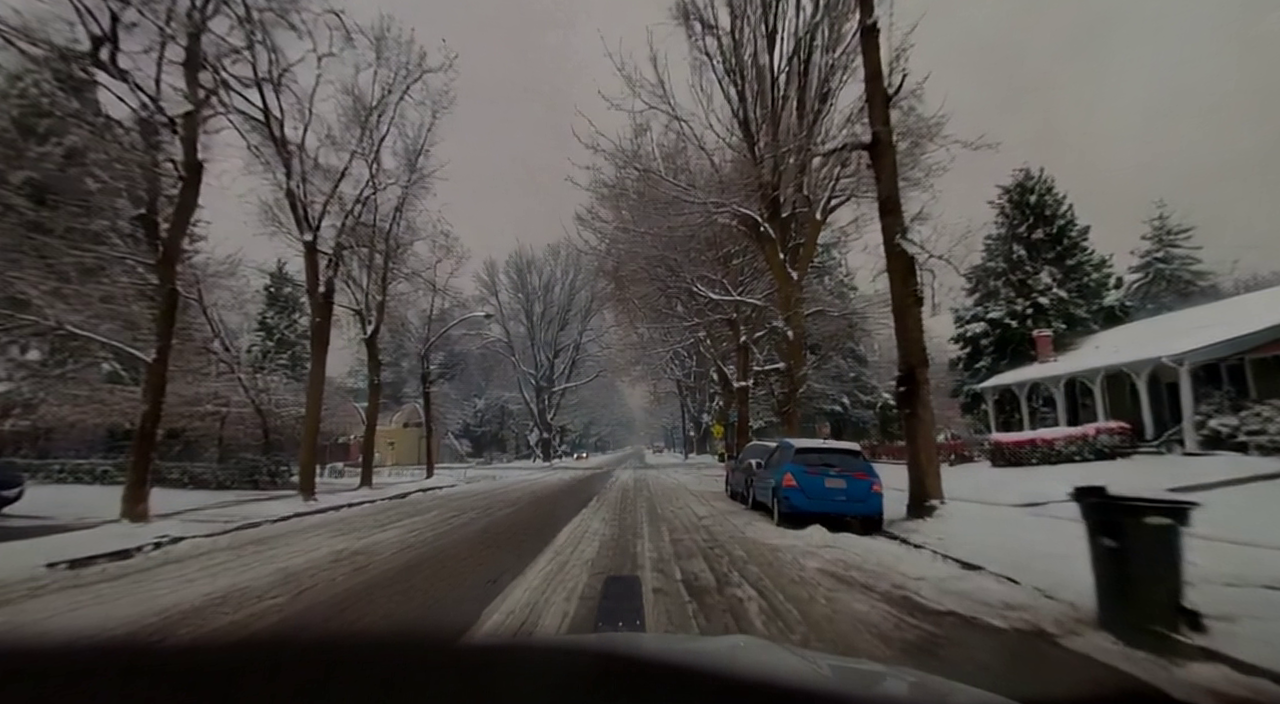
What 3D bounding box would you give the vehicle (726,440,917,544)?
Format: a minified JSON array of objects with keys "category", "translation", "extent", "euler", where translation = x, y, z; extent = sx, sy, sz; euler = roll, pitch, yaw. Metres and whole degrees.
[{"category":"vehicle","translation":[2.878,2.312,11.214],"extent":[2.022,1.455,4.406],"euler":[0,-8,-1]}]
